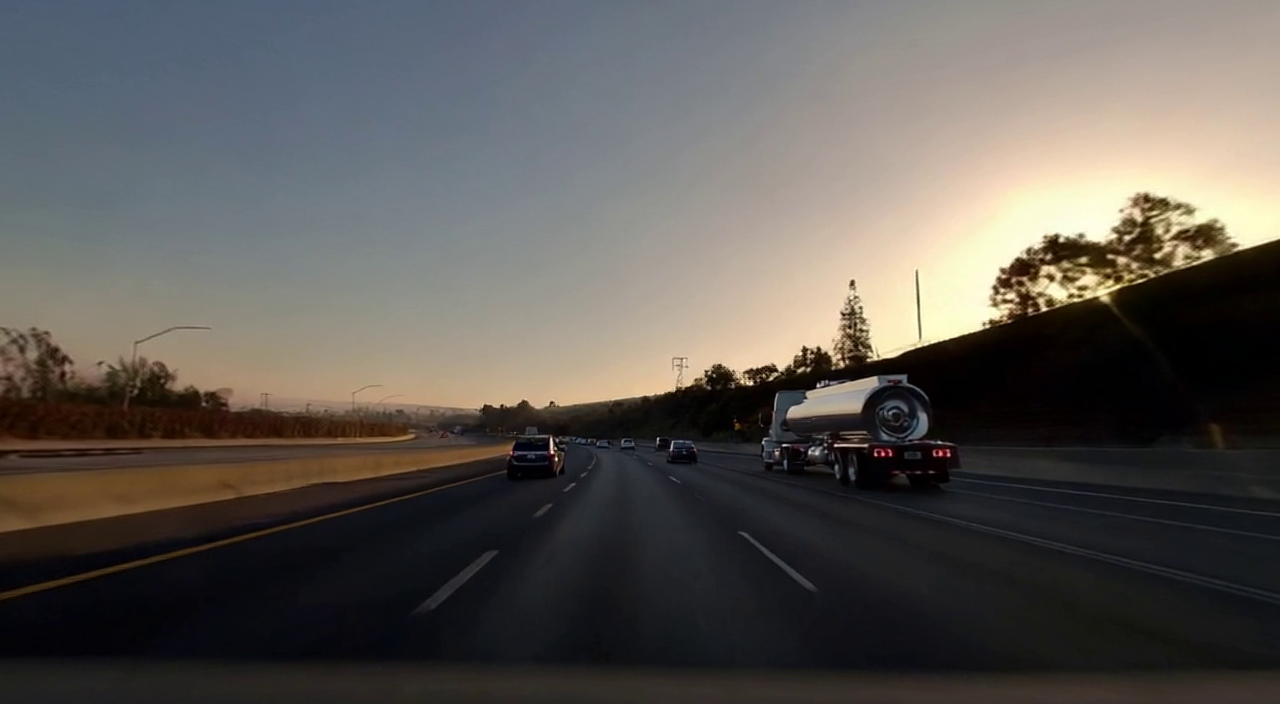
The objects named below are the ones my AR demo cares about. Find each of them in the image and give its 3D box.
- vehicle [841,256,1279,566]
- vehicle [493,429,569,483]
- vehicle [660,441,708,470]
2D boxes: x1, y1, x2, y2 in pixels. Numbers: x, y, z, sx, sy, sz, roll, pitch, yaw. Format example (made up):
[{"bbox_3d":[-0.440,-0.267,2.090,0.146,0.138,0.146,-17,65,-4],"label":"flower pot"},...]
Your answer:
[{"bbox_3d":[7.477,1.385,12.412,3.554,3.573,10.307,0,-9,-1],"label":"vehicle"},{"bbox_3d":[-3.965,3.883,23.840,2.149,1.843,4.348,0,-9,-1],"label":"vehicle"},{"bbox_3d":[2.398,5.820,35.770,2.053,1.510,4.400,1,-9,-4],"label":"vehicle"}]
